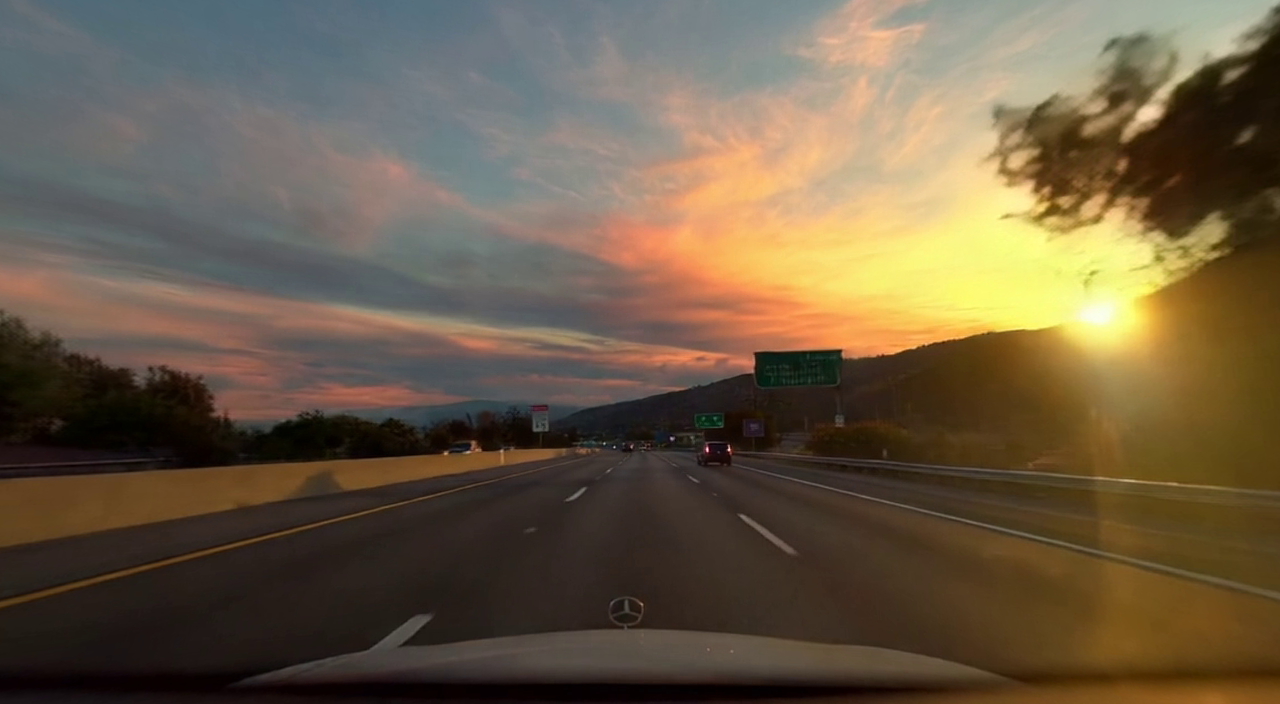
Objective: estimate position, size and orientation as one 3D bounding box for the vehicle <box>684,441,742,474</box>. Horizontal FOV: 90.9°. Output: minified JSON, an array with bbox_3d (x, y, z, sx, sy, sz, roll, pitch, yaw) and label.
[{"bbox_3d":[3.470,5.136,30.937,2.193,1.462,4.533,0,-8,-1],"label":"vehicle"}]
